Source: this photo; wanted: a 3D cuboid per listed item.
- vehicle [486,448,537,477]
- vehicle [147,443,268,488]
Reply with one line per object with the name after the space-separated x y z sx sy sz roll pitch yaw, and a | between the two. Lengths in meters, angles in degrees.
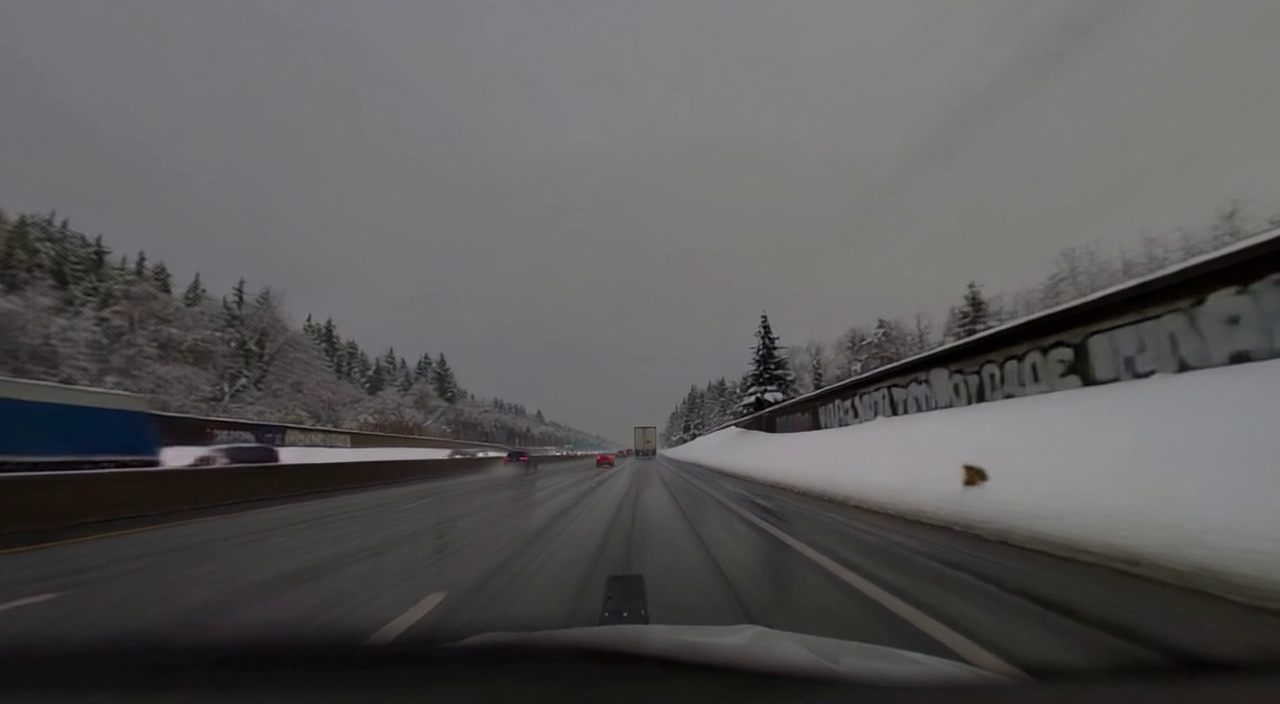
-6.687 5.760 33.080 2.027 1.431 3.033 0 -9 1 | vehicle
-18.292 4.790 26.962 1.989 1.732 4.444 0 -9 0 | vehicle
